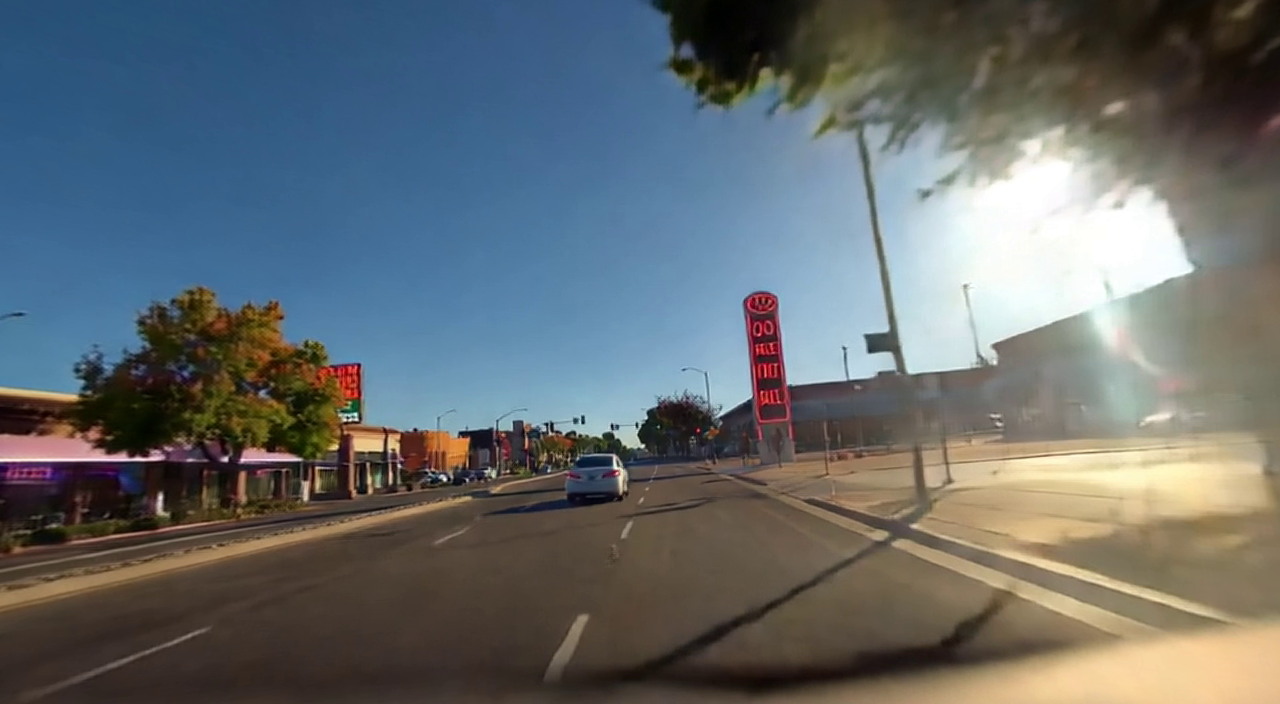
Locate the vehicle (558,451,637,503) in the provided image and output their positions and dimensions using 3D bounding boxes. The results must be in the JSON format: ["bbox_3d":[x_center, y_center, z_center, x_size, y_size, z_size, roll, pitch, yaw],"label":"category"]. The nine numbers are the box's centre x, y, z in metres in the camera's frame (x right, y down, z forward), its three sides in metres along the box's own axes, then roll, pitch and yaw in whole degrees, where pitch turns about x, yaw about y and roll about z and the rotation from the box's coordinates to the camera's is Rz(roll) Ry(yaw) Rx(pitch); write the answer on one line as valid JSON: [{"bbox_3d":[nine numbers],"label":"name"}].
[{"bbox_3d":[-1.208,3.848,19.931,1.977,1.451,4.032,-1,-9,3],"label":"vehicle"}]

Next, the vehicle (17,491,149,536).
[{"bbox_3d":[-27.964,8.076,31.962,1.984,1.726,4.592,-2,-9,13],"label":"vehicle"}]

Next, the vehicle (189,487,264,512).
[{"bbox_3d":[-30.223,10.780,46.340,1.817,1.485,4.436,-2,-9,13],"label":"vehicle"}]

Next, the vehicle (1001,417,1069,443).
[{"bbox_3d":[27.573,5.543,44.305,1.965,1.693,4.635,-1,-8,3],"label":"vehicle"}]
